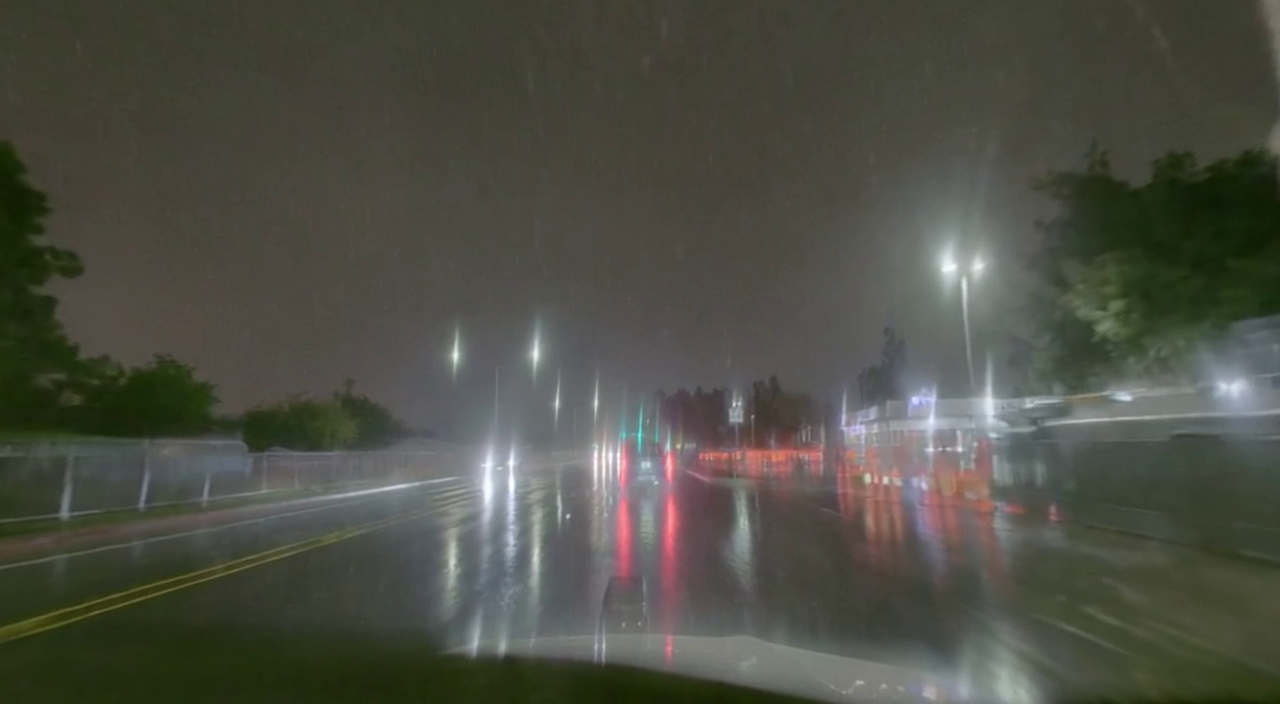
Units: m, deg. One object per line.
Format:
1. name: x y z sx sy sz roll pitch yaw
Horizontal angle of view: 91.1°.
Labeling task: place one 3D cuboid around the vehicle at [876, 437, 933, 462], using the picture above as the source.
1. vehicle: 19.008 7.017 45.375 2.039 1.705 4.666 0 -9 0

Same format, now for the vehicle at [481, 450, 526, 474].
1. vehicle: -9.167 7.425 42.540 1.956 1.527 4.365 0 -9 1

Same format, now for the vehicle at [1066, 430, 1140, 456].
1. vehicle: 33.292 6.584 45.322 2.008 1.725 4.695 -1 -9 4

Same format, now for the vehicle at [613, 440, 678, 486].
1. vehicle: 0.170 3.974 22.771 2.144 1.514 4.063 0 -9 0

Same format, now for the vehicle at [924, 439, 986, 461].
1. vehicle: 21.912 6.849 43.875 1.934 1.457 4.134 0 -9 -5
